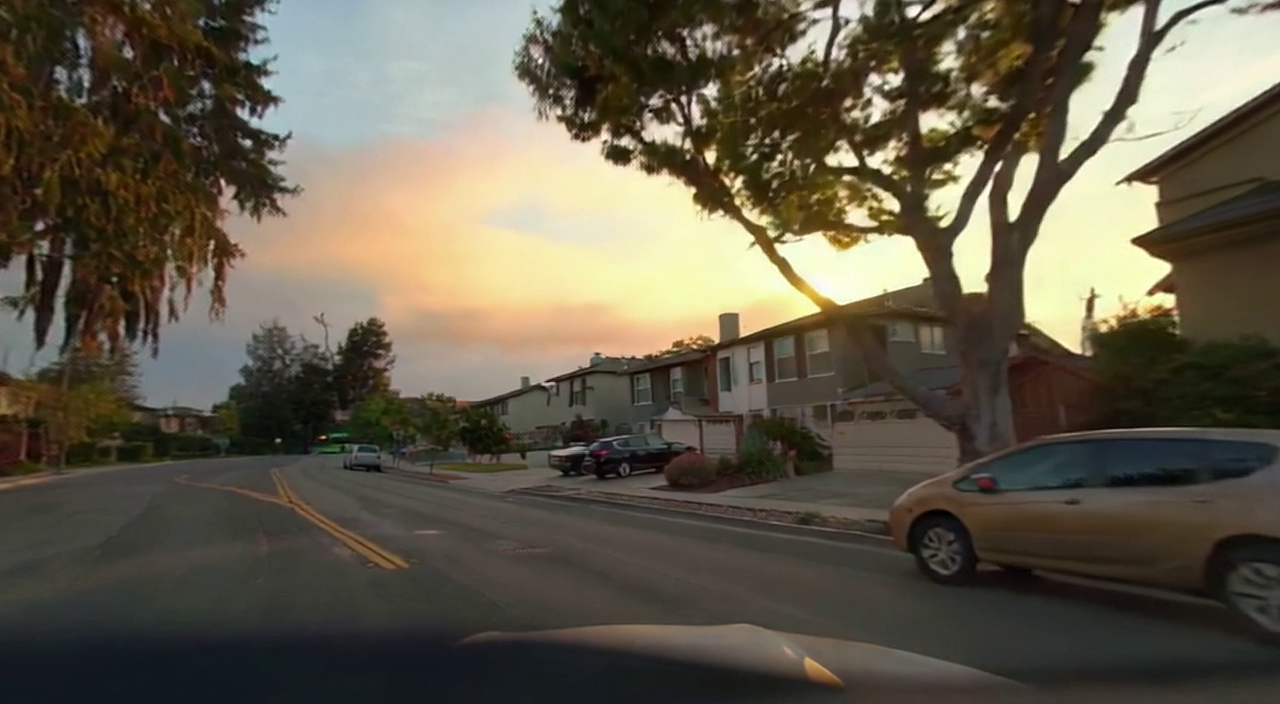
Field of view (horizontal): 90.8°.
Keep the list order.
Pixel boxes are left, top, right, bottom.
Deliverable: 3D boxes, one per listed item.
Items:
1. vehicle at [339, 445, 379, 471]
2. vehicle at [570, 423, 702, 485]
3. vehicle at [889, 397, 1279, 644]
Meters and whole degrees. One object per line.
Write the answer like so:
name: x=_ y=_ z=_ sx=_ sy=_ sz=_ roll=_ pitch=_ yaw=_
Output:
vehicle: x=-18.563 y=6.972 z=41.655 sx=1.984 sy=1.601 sz=3.994 roll=4 pitch=-10 yaw=-28
vehicle: x=-0.101 y=3.663 z=23.139 sx=4.431 sy=1.873 sz=1.920 roll=2 pitch=-8 yaw=-34
vehicle: x=4.823 y=1.356 z=5.656 sx=1.934 sy=1.697 sz=4.432 roll=6 pitch=-10 yaw=-33
